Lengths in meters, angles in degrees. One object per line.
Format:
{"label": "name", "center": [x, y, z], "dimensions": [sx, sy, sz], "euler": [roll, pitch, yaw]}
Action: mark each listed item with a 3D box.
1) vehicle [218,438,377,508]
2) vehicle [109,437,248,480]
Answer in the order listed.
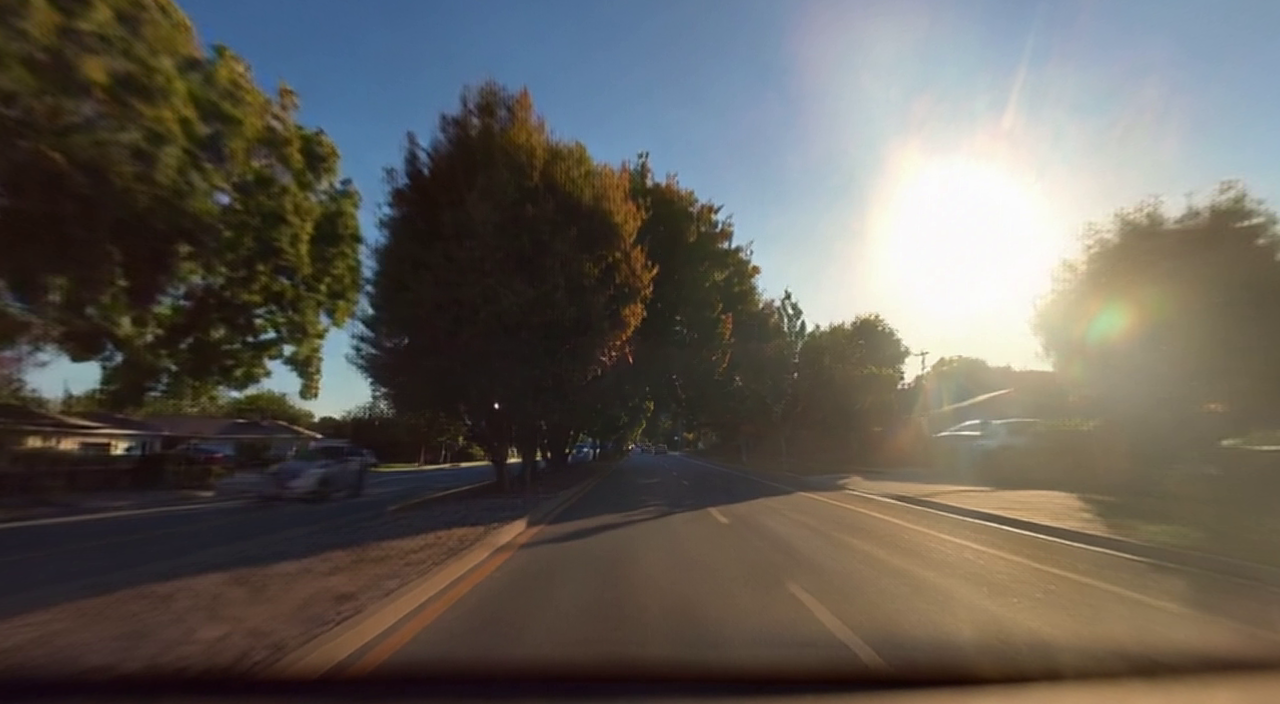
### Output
{"label": "vehicle", "center": [-9.479, 3.359, 18.018], "dimensions": [2.009, 1.709, 4.664], "euler": [0, -8, -1]}
{"label": "vehicle", "center": [-24.362, 5.623, 33.441], "dimensions": [5.636, 1.965, 2.262], "euler": [-2, -7, 1]}
